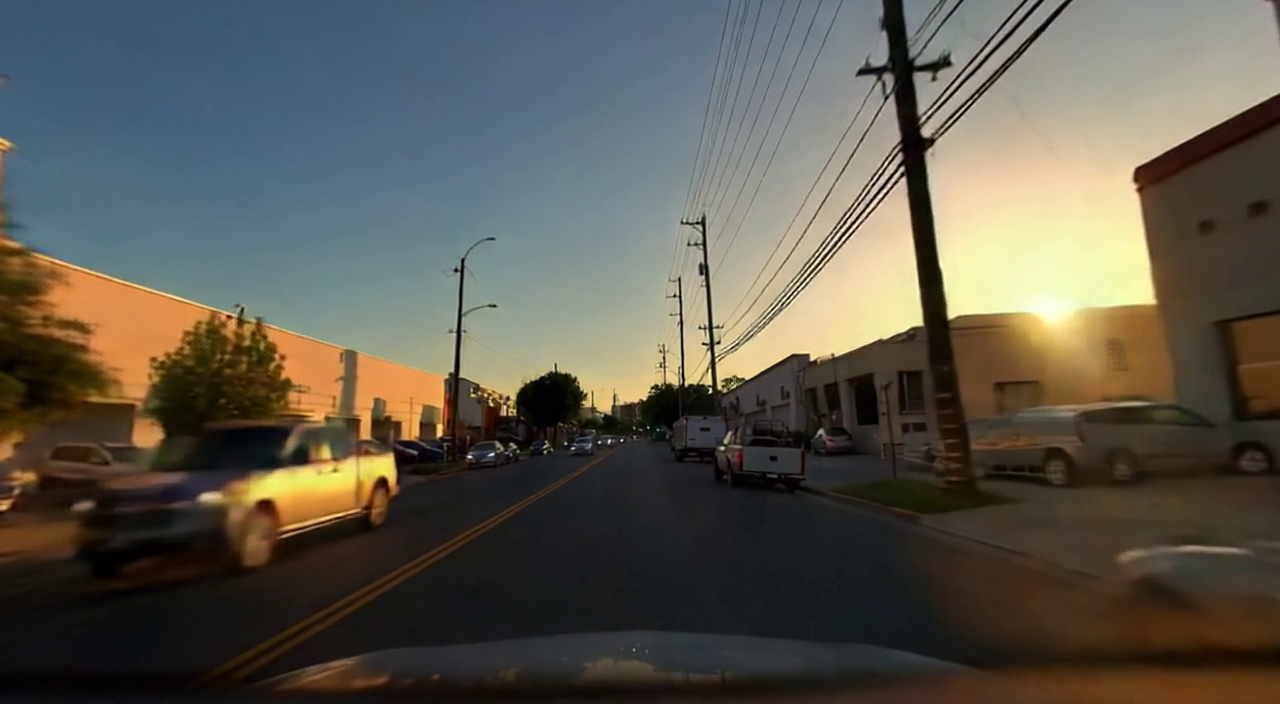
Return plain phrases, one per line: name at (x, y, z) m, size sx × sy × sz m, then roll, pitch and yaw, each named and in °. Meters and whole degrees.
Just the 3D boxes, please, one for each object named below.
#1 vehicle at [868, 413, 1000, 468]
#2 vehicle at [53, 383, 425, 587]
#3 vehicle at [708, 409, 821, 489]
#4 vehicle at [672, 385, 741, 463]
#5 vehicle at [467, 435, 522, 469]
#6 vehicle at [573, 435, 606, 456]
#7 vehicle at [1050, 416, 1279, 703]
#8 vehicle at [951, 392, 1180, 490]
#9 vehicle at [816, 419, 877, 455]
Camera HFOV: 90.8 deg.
vehicle at (9.109, 2.818, 20.054) m, size 1.851 × 1.541 × 4.336 m, roll 0°, pitch -8°, yaw -4°
vehicle at (-4.900, 1.691, 8.902) m, size 2.254 × 1.963 × 4.823 m, roll -2°, pitch -8°, yaw -3°
vehicle at (3.518, 2.932, 19.300) m, size 2.249 × 2.026 × 6.211 m, roll 0°, pitch -8°, yaw 1°
vehicle at (3.455, 4.121, 35.062) m, size 2.874 × 3.757 × 8.612 m, roll 0°, pitch -8°, yaw 0°
vehicle at (-8.324, 5.770, 36.549) m, size 1.954 × 1.622 × 4.761 m, roll -5°, pitch -8°, yaw -1°
vehicle at (-3.904, 7.343, 49.521) m, size 2.020 × 1.528 × 4.258 m, roll -1°, pitch -8°, yaw 3°
vehicle at (3.608, 0.843, 1.566) m, size 1.974 × 1.455 × 4.776 m, roll 0°, pitch -8°, yaw 0°
vehicle at (9.302, 2.047, 14.495) m, size 1.985 × 1.858 × 4.831 m, roll -1°, pitch -8°, yaw 2°
vehicle at (10.477, 4.401, 32.433) m, size 2.040 × 1.722 × 4.502 m, roll -1°, pitch -8°, yaw 6°
